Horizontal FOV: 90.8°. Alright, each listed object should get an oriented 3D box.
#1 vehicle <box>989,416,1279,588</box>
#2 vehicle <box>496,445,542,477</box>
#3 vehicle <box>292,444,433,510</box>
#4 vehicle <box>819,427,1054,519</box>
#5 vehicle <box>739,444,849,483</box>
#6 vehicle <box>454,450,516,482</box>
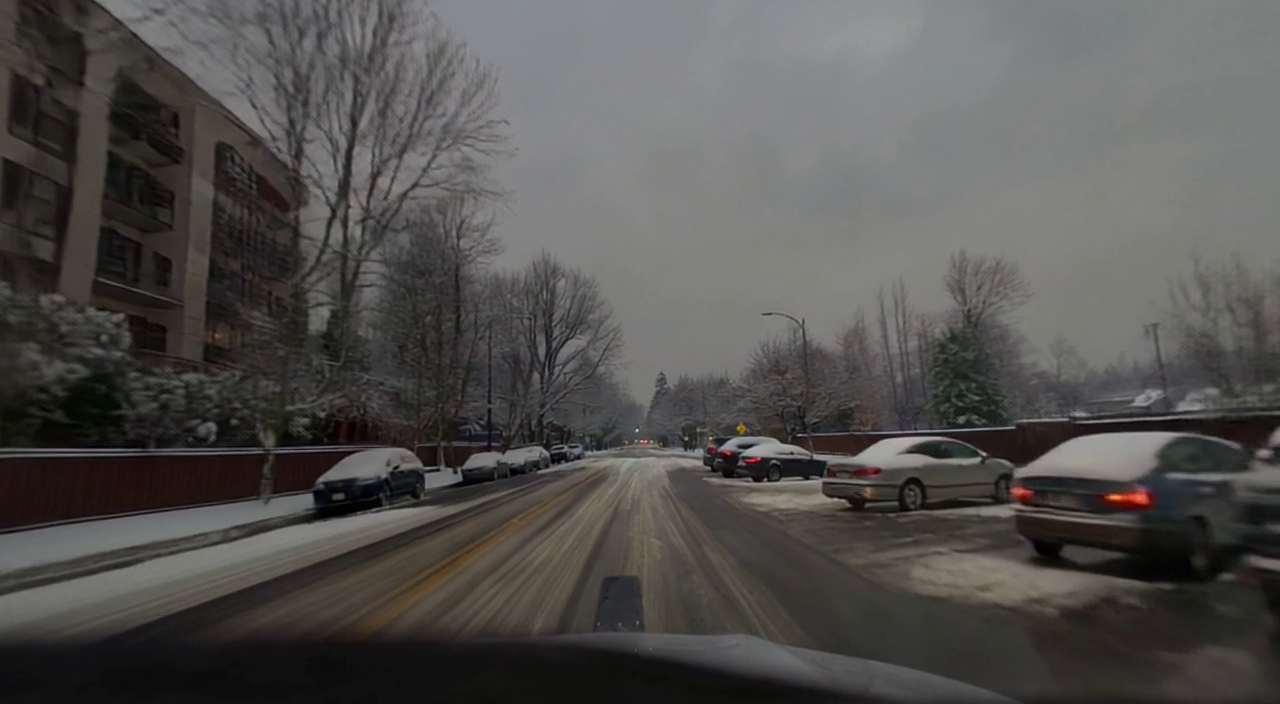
[{"bbox_3d":[7.072,1.748,8.163,4.846,1.645,2.008,4,-10,-27],"label":"vehicle"},{"bbox_3d":[-7.607,6.862,40.092,1.957,1.693,4.588,-2,-6,1],"label":"vehicle"},{"bbox_3d":[-7.943,3.578,18.651,2.172,1.707,4.273,0,-8,0],"label":"vehicle"},{"bbox_3d":[6.642,2.623,14.148,4.858,1.758,2.021,4,-9,-25],"label":"vehicle"},{"bbox_3d":[6.458,4.615,26.428,4.265,1.510,1.915,5,-10,-29],"label":"vehicle"},{"bbox_3d":[-8.032,5.921,33.154,1.911,1.497,4.738,0,-8,2],"label":"vehicle"}]
